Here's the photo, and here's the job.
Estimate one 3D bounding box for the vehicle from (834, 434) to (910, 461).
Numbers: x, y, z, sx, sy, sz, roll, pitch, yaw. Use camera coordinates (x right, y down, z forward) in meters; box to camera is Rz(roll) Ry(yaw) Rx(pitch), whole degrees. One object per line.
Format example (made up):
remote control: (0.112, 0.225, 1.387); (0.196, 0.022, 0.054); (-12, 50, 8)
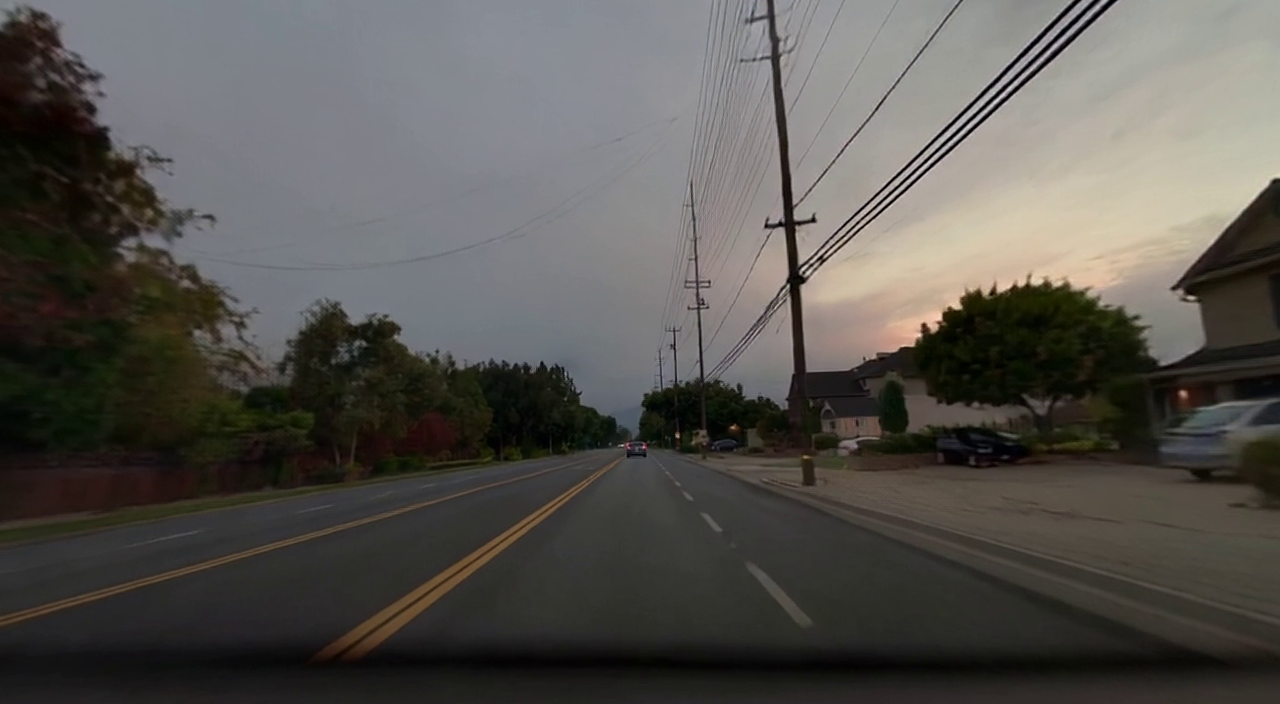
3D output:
vehicle: (14.301, 5.909, 38.899); (3.855, 1.548, 1.937); (0, -8, -6)

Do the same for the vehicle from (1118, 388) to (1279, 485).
vehicle: (14.001, 1.860, 13.761); (5.242, 1.951, 2.066); (0, -8, 2)

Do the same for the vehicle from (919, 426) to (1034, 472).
vehicle: (12.277, 3.579, 23.365); (1.846, 1.523, 4.492); (0, -8, 1)
